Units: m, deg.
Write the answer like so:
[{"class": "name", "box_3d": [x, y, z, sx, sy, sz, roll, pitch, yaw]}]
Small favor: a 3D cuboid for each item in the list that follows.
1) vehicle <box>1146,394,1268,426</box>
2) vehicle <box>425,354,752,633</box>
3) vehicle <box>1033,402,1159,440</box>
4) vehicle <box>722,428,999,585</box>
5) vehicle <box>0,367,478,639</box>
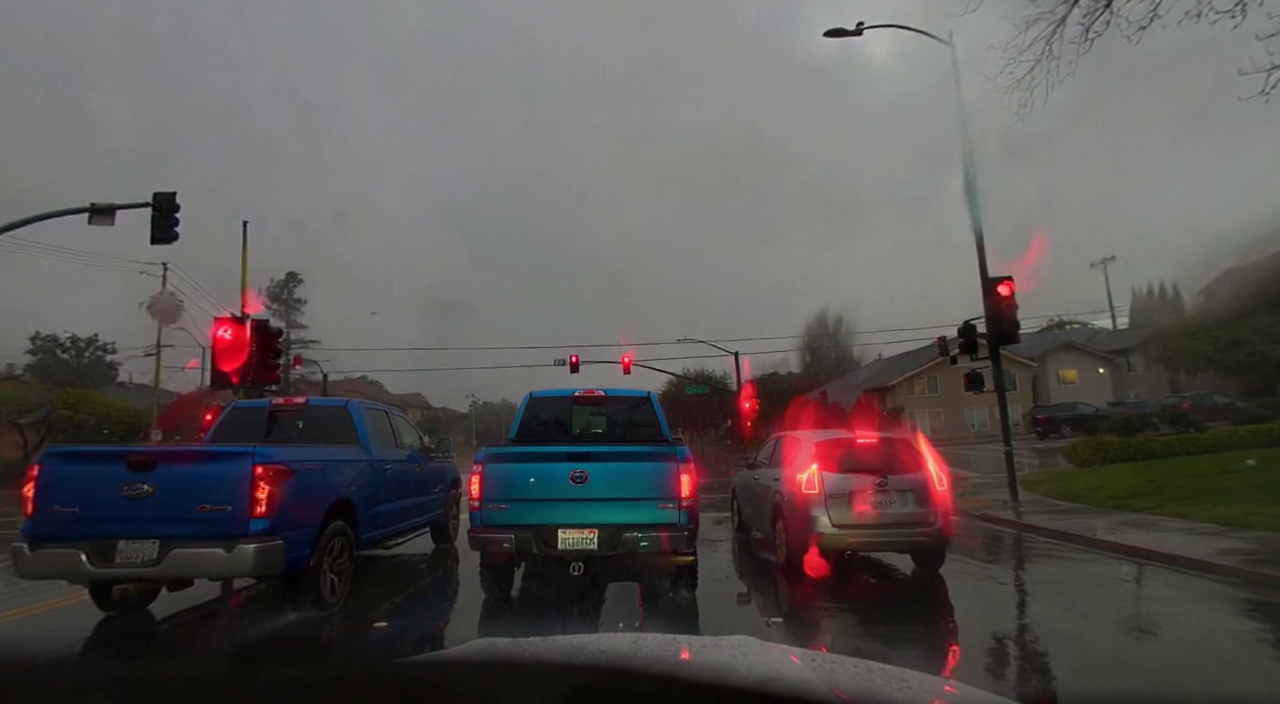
[{"class": "vehicle", "box_3d": [29.265, 3.043, 32.698, 4.540, 1.543, 1.803, 0, -9, 0]}, {"class": "vehicle", "box_3d": [-0.397, 1.314, 6.751, 2.282, 1.964, 4.421, 0, -9, -1]}, {"class": "vehicle", "box_3d": [23.327, 3.585, 32.489, 4.721, 1.866, 2.188, 0, -9, 2]}, {"class": "vehicle", "box_3d": [2.405, 1.815, 8.307, 2.016, 1.481, 4.336, 0, -9, -1]}, {"class": "vehicle", "box_3d": [-3.466, 1.396, 6.927, 2.146, 1.828, 5.148, 0, -9, -2]}]
